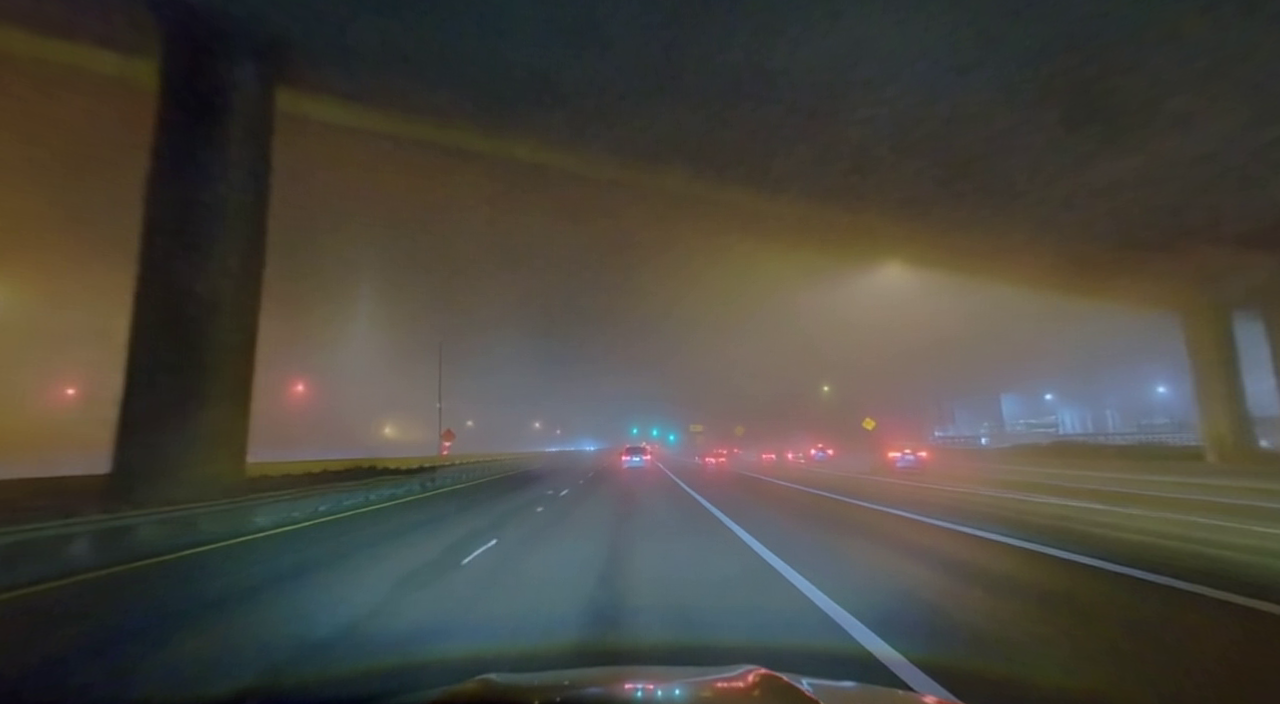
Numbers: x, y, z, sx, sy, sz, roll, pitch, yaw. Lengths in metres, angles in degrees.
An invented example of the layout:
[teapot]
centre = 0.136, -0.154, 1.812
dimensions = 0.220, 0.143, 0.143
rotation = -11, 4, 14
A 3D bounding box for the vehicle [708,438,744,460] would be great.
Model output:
[vehicle]
centre = 6.652, 7.586, 49.337
dimensions = 2.075, 1.611, 4.421
rotation = 0, -8, -2
